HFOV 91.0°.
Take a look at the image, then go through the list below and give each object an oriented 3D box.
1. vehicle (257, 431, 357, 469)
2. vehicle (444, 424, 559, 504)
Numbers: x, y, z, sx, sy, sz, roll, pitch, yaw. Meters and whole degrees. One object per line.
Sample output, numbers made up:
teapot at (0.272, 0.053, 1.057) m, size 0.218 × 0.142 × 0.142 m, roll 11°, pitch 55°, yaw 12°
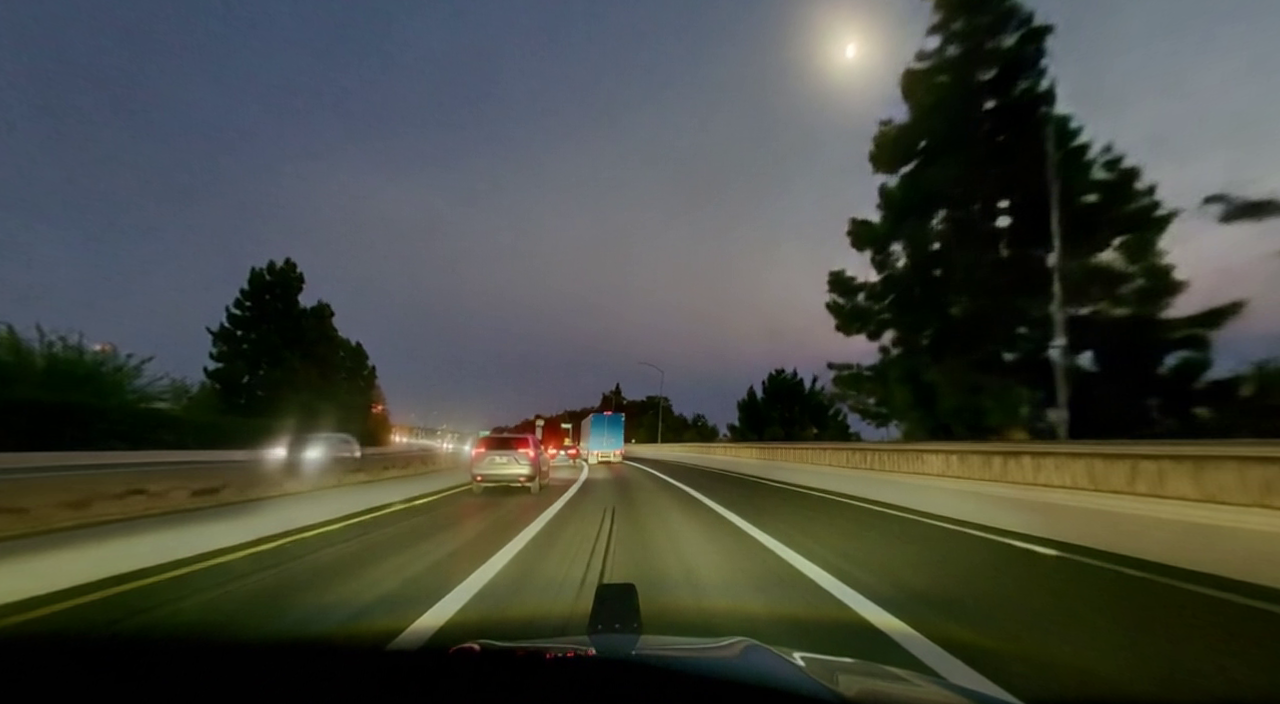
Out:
vehicle at (-14.251, 4.246, 27.305) m, size 1.938 × 1.503 × 4.661 m, roll 1°, pitch -9°, yaw -2°
vehicle at (-3.351, 2.813, 16.187) m, size 2.041 × 1.734 × 4.391 m, roll 0°, pitch -9°, yaw -1°
